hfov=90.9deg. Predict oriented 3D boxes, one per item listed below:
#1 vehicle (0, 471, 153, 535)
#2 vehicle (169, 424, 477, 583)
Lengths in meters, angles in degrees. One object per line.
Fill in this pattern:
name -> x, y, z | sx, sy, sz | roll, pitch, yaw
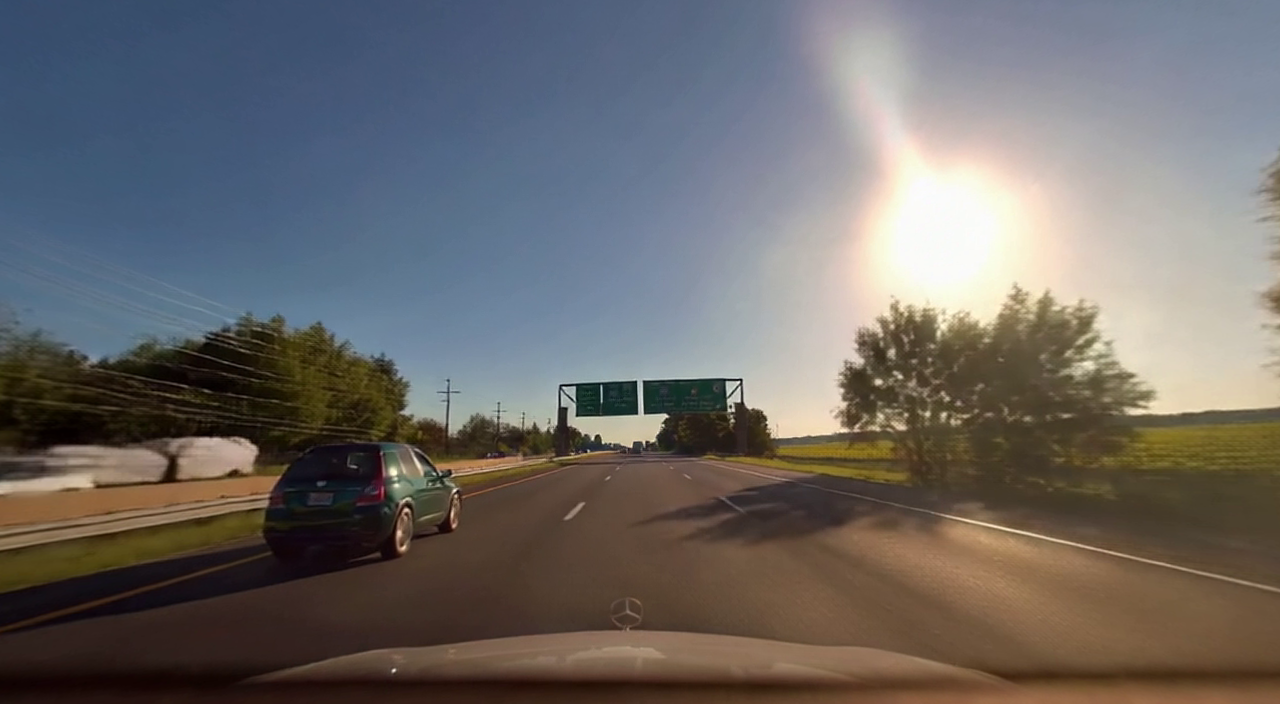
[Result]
vehicle -> -15.016, 3.633, 15.444 | 2.194, 1.224, 4.957 | 0, -9, 0
vehicle -> -3.555, 1.764, 8.085 | 1.815, 1.500, 4.036 | 0, -9, 0
